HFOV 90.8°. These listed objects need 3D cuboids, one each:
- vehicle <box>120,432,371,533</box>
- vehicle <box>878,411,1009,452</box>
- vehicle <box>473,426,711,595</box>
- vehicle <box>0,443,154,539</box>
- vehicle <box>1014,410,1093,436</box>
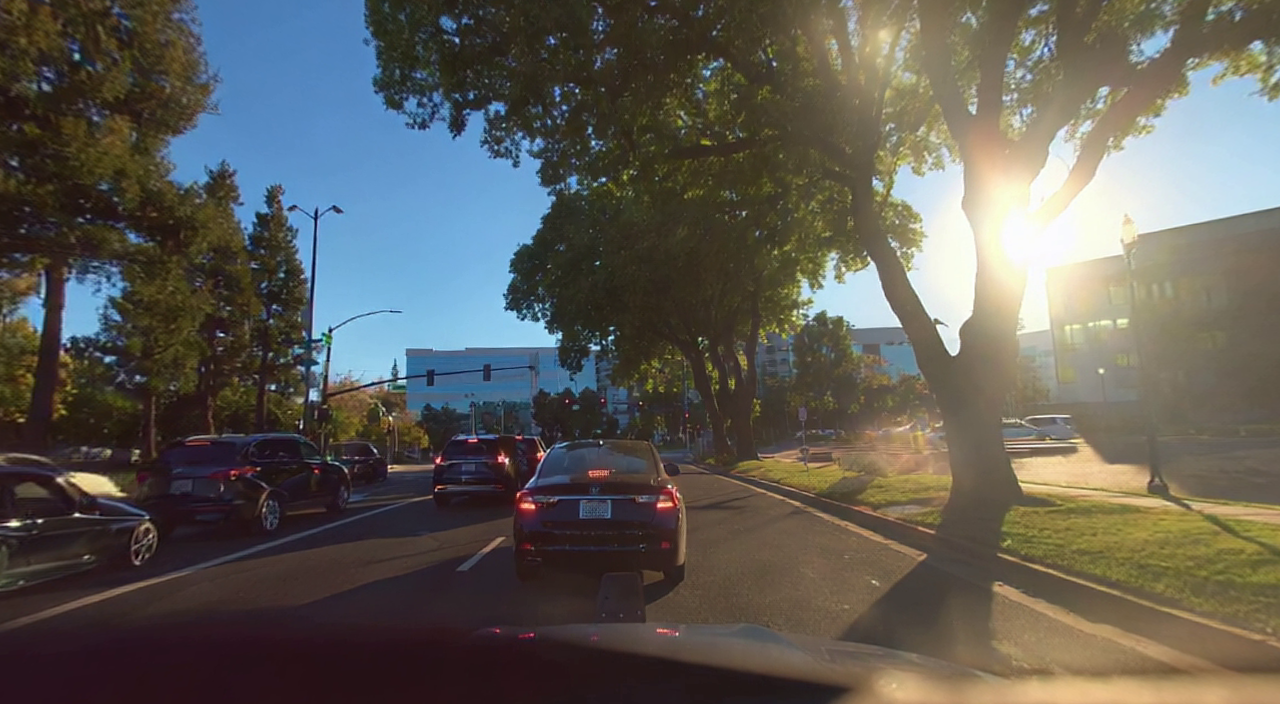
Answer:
[{"bbox_3d":[-7.274,2.432,12.350,2.096,1.593,4.288,0,-9,1],"label":"vehicle"},{"bbox_3d":[13.930,3.703,29.229,4.975,1.809,1.956,0,-9,1],"label":"vehicle"},{"bbox_3d":[-0.416,1.710,7.634,2.104,1.472,3.946,0,-9,0],"label":"vehicle"},{"bbox_3d":[-10.817,2.246,10.435,2.039,1.447,4.496,0,-9,-1],"label":"vehicle"},{"bbox_3d":[30.273,5.261,46.436,4.627,1.671,1.929,-5,-10,28],"label":"vehicle"}]
